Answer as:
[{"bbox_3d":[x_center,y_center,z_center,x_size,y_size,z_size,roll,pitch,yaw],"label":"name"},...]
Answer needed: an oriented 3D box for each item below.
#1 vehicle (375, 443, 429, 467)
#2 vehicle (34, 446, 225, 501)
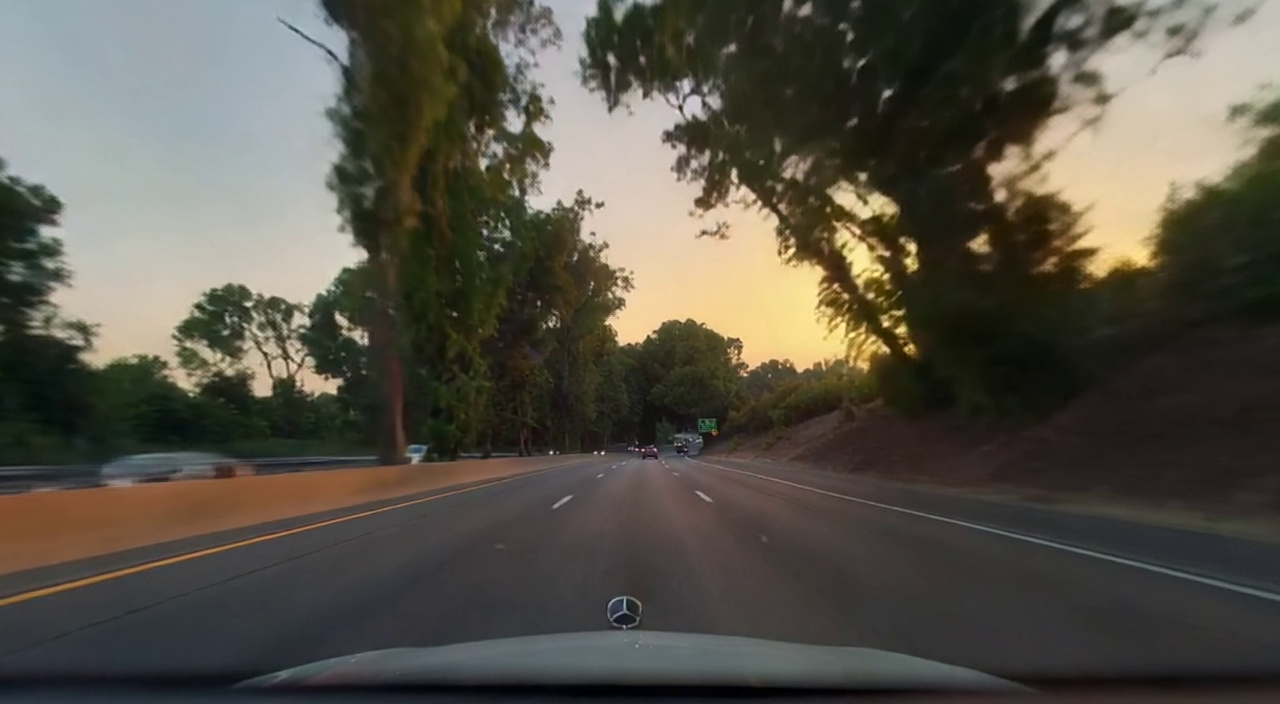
[{"bbox_3d":[-18.652,8.100,49.703,2.144,1.802,4.976,0,-9,2],"label":"vehicle"},{"bbox_3d":[-15.876,3.776,20.055,1.942,1.504,4.894,0,-9,1],"label":"vehicle"}]
